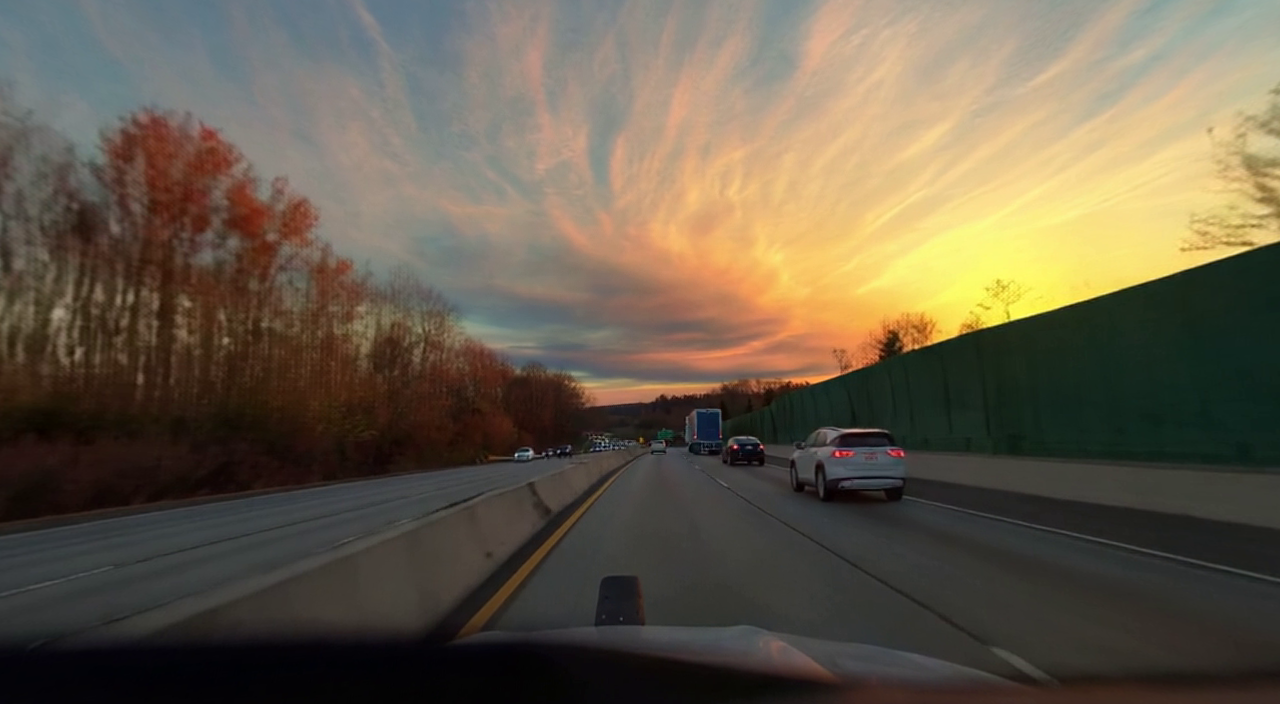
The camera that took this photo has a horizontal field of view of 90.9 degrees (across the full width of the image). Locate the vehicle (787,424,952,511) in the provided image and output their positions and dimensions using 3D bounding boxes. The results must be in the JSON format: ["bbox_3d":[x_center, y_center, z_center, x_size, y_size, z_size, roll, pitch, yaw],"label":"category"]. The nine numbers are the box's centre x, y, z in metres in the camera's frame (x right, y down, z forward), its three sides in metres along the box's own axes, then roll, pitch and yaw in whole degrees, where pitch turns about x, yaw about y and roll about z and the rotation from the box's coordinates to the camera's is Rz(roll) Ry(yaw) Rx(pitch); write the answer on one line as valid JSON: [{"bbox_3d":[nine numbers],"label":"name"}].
[{"bbox_3d":[4.604,2.370,13.377,1.940,1.539,4.005,0,-8,-1],"label":"vehicle"}]

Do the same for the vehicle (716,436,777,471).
[{"bbox_3d":[4.808,4.642,29.095,2.000,1.473,4.440,0,-8,-1],"label":"vehicle"}]
